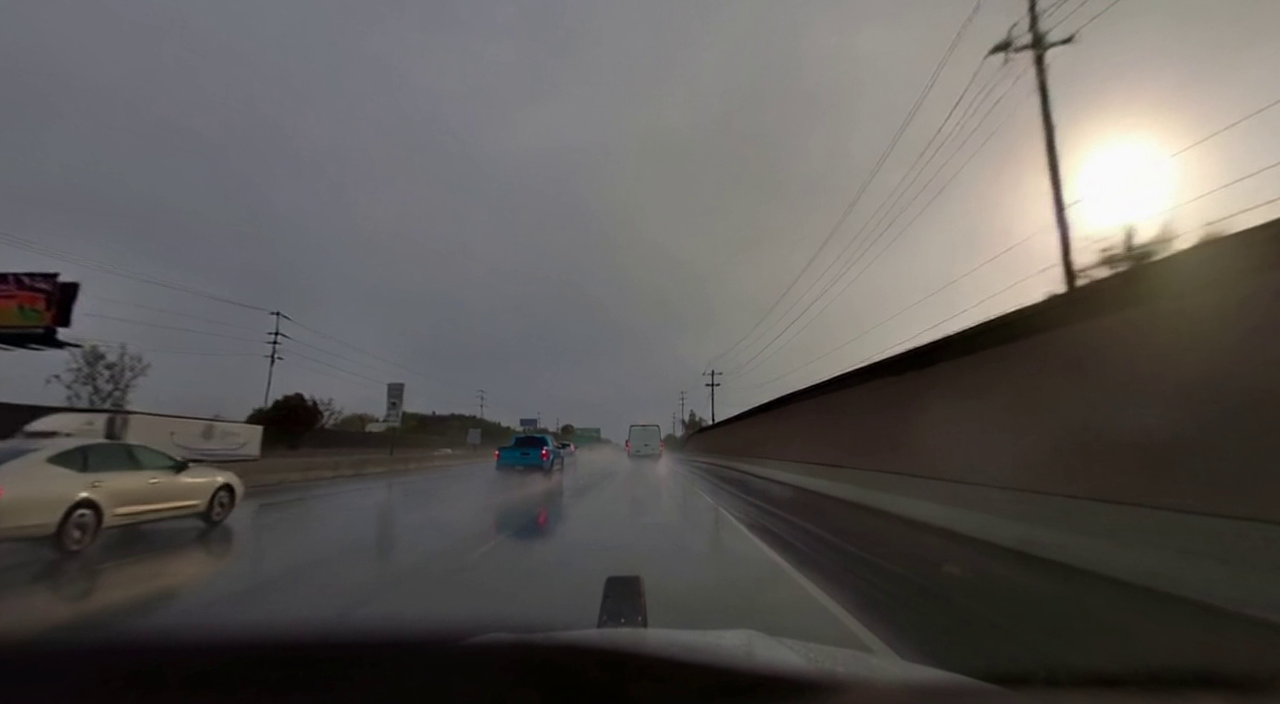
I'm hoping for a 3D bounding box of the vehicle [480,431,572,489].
[{"bbox_3d":[-3.718,3.634,21.485,2.145,1.730,4.729,0,-8,1],"label":"vehicle"}]

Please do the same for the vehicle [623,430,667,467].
[{"bbox_3d":[0.282,6.327,41.301,2.692,2.279,5.695,0,-8,0],"label":"vehicle"}]

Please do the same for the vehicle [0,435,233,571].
[{"bbox_3d":[-7.963,1.863,8.367,1.941,1.475,4.597,0,-8,1],"label":"vehicle"}]
